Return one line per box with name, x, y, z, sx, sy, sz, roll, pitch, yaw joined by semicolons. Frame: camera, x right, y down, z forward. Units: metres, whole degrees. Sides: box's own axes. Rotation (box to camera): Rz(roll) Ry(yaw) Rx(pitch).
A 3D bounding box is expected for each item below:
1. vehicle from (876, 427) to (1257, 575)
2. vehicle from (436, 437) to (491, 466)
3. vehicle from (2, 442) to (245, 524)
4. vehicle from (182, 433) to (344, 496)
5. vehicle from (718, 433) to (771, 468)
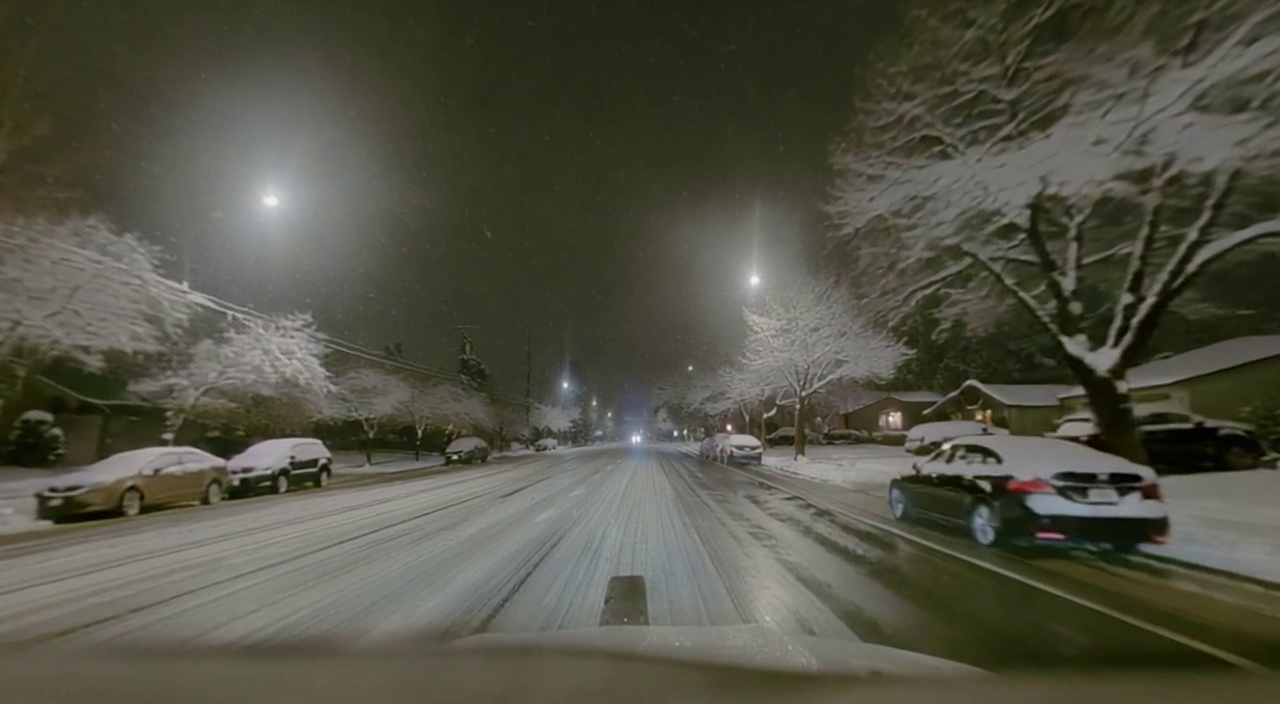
vehicle;5.079;1.834;8.452;2.059;1.449;4.168;0;-9;-2
vehicle;-11.469;6.482;41.203;2.054;1.704;4.710;-3;-8;2
vehicle;-12.008;3.006;15.215;1.940;1.496;4.654;-2;-7;0
vehicle;-11.967;3.587;20.524;2.228;1.766;4.770;0;-8;1
vehicle;5.253;5.005;32.316;1.885;1.603;5.235;0;-8;1
